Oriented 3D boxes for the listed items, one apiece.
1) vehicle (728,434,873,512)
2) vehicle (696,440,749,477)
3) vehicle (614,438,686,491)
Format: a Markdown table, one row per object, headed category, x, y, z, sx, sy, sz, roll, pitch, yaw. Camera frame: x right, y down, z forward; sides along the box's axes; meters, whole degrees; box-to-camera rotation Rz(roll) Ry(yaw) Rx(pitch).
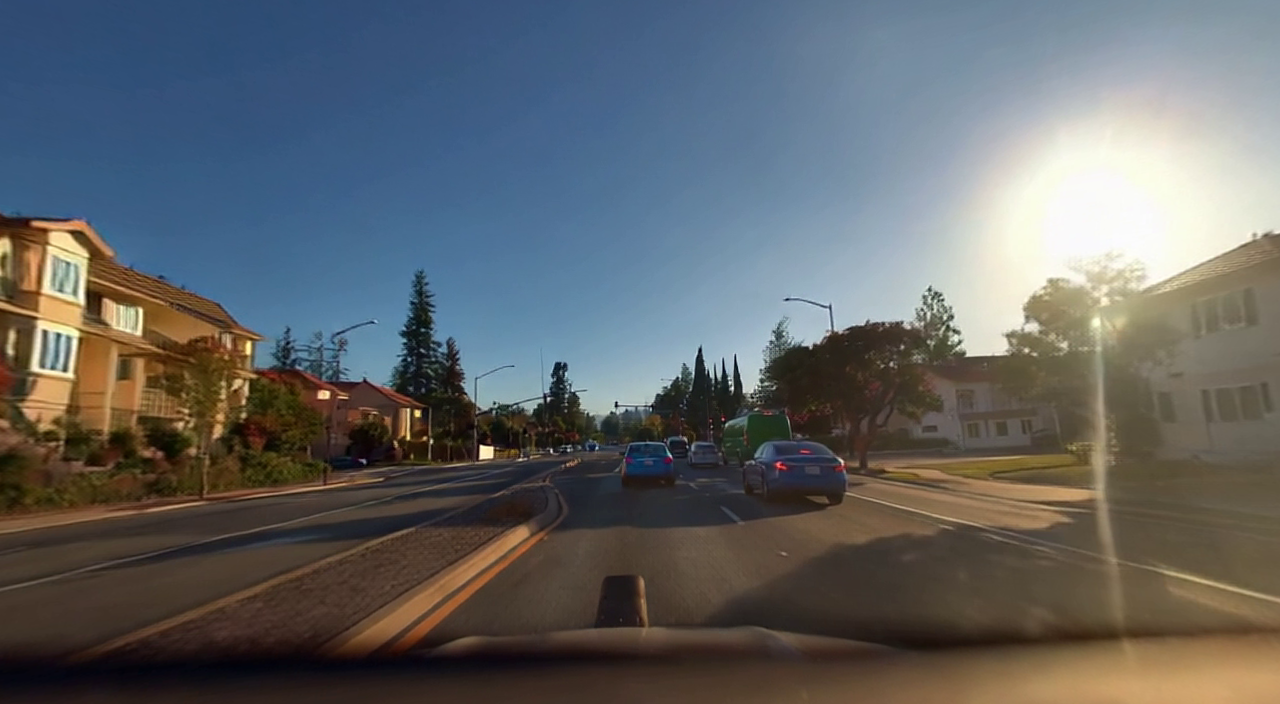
| category | x | y | z | sx | sy | sz | roll | pitch | yaw |
| --- | --- | --- | --- | --- | --- | --- | --- | --- | --- |
| vehicle | 3.508 | 2.756 | 14.894 | 2.161 | 1.519 | 4.568 | 0 | -9 | -1 |
| vehicle | 3.539 | 4.624 | 27.576 | 1.775 | 1.499 | 3.488 | 0 | -9 | -1 |
| vehicle | 0.272 | 3.582 | 20.376 | 2.093 | 1.497 | 4.010 | 0 | -9 | 0 |
